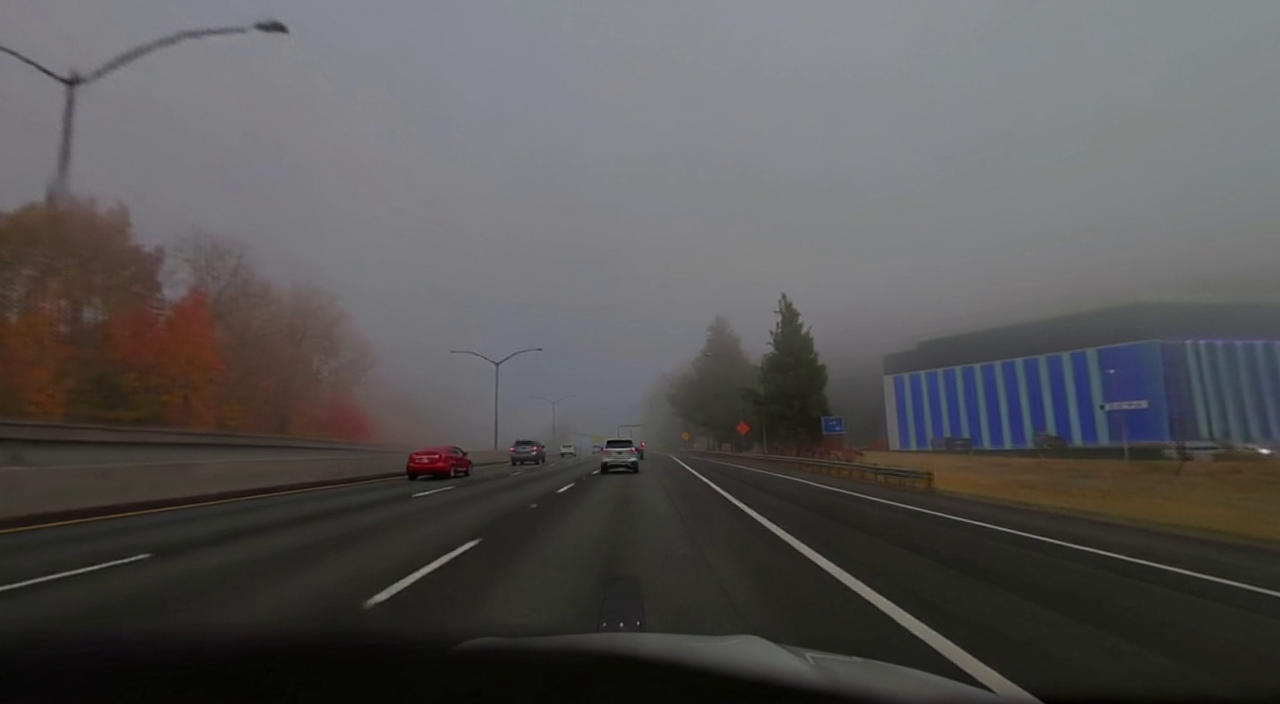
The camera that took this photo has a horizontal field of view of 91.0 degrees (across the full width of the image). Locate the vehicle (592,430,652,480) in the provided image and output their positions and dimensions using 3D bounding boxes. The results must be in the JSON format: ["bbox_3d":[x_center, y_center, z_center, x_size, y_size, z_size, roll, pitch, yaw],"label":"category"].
[{"bbox_3d":[-0.698,4.229,26.102,2.245,1.863,4.801,0,-9,0],"label":"vehicle"}]

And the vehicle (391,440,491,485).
[{"bbox_3d":[-7.235,4.041,23.449,2.074,1.495,4.643,0,-9,2],"label":"vehicle"}]

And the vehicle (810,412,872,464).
[{"bbox_3d":[14.524,6.260,45.749,2.879,3.559,4.020,0,-9,-3],"label":"vehicle"}]

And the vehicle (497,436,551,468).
[{"bbox_3d":[-7.436,6.477,41.090,2.328,1.927,5.880,0,-9,1],"label":"vehicle"}]
